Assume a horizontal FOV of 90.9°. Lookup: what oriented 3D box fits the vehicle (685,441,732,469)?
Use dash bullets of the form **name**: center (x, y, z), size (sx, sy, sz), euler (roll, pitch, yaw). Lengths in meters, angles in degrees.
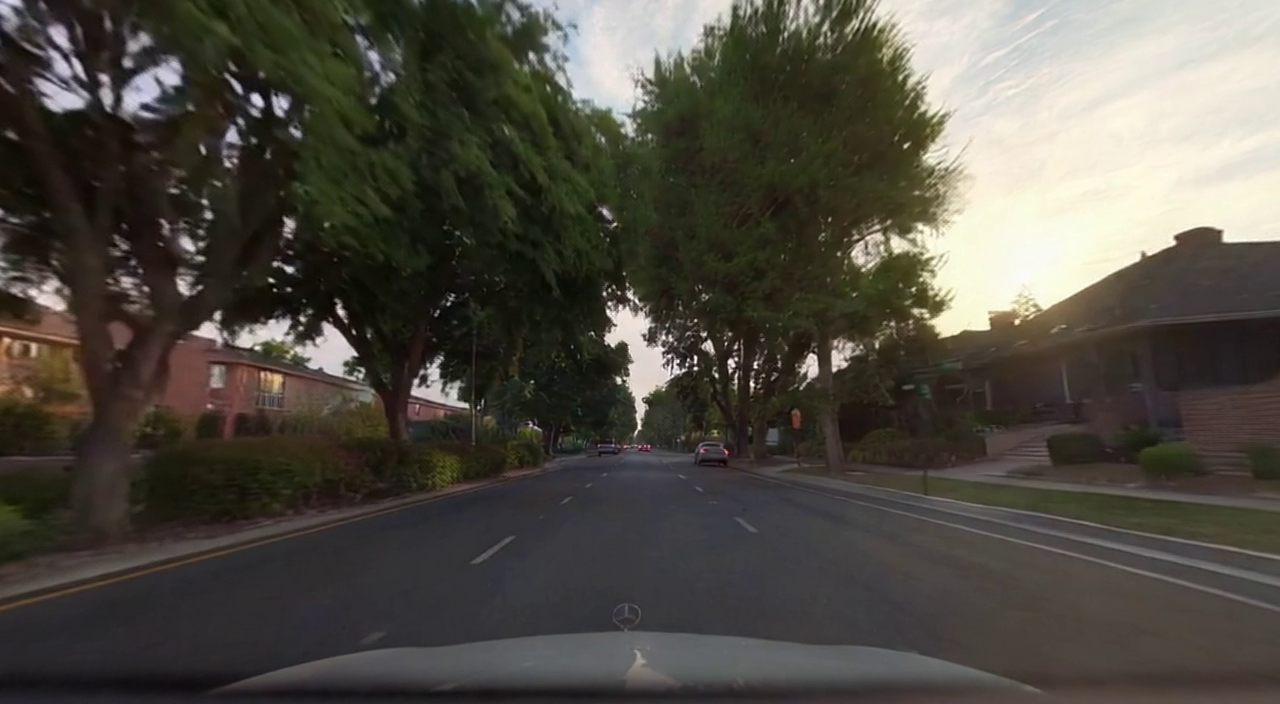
- **vehicle**: center (4.044, 6.183, 37.980), size (2.237, 1.578, 4.621), euler (0, -8, -1)
